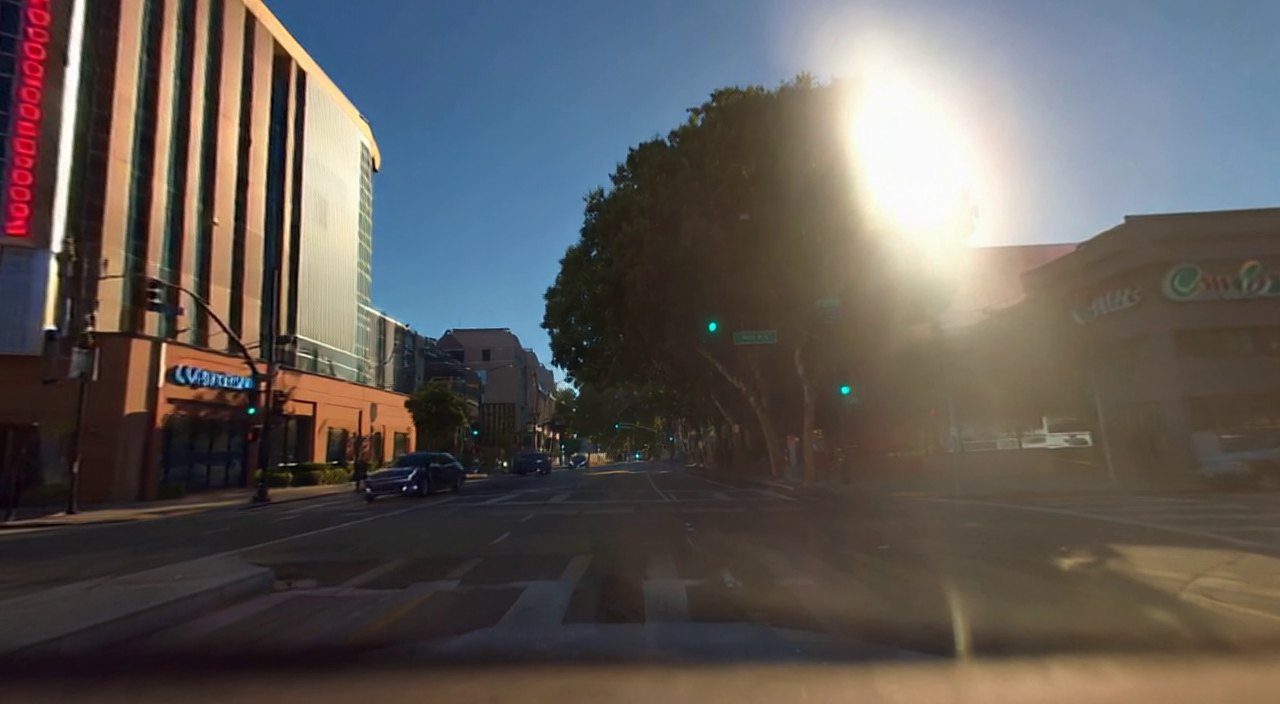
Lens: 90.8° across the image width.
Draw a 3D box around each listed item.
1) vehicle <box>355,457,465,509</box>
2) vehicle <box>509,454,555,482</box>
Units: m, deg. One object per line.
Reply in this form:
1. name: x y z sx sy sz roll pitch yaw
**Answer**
1. vehicle: -7.417 4.243 20.891 1.893 1.451 4.276 0 -9 2
2. vehicle: -6.535 7.076 38.685 1.897 1.537 3.770 -1 -9 4
